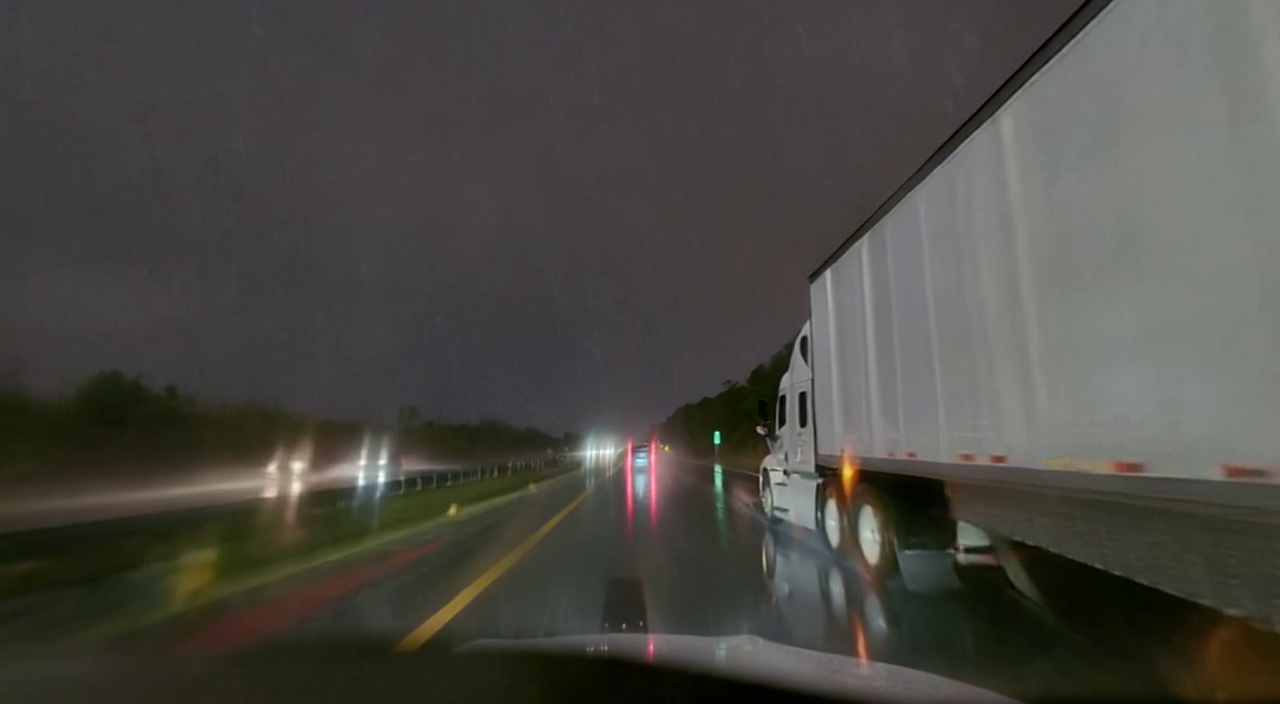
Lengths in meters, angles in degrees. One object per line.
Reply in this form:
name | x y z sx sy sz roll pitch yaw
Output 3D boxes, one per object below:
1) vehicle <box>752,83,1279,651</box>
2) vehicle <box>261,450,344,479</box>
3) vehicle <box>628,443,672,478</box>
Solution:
vehicle | 3.809 0.604 8.454 3.032 3.821 8.547 0 -8 0
vehicle | -18.916 6.280 35.630 1.968 1.464 4.756 -1 -8 1
vehicle | 0.440 5.174 30.390 1.968 1.515 4.025 0 -8 0
